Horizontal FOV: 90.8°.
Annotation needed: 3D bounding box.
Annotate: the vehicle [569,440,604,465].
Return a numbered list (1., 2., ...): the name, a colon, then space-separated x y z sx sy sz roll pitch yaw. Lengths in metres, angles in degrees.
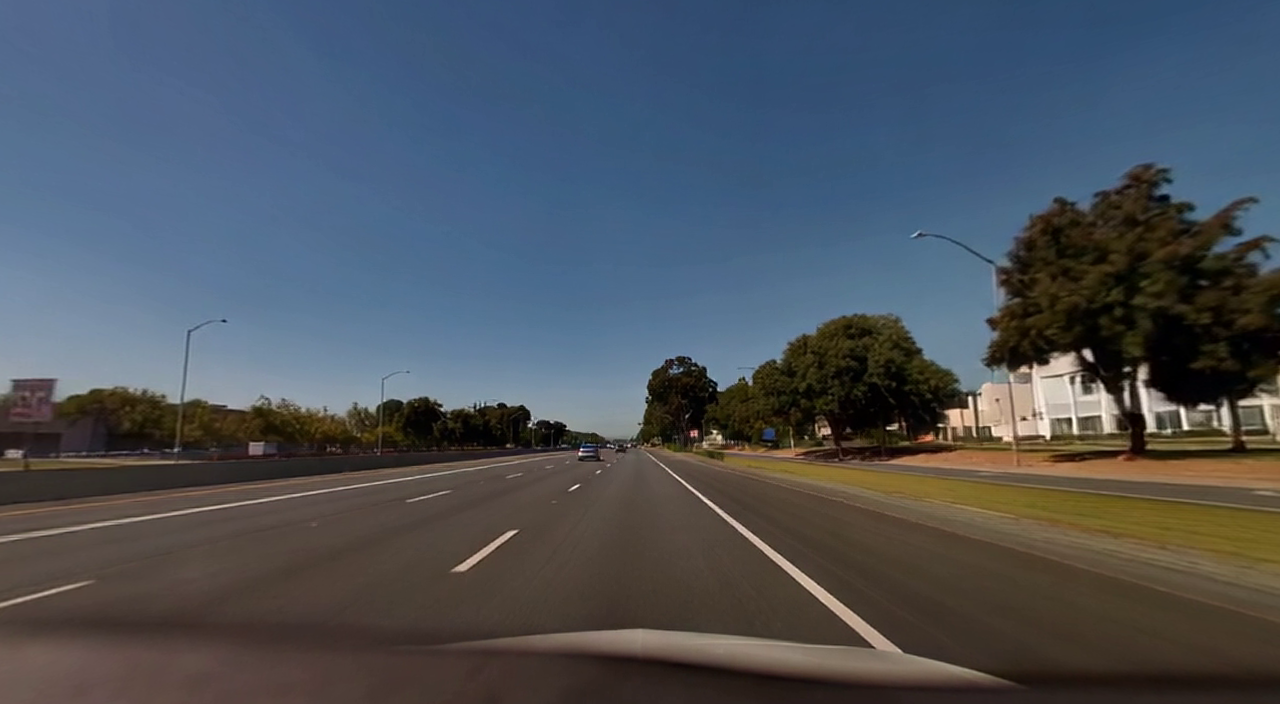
1. vehicle: -3.823 7.335 46.248 2.150 1.761 4.697 0 -8 0
